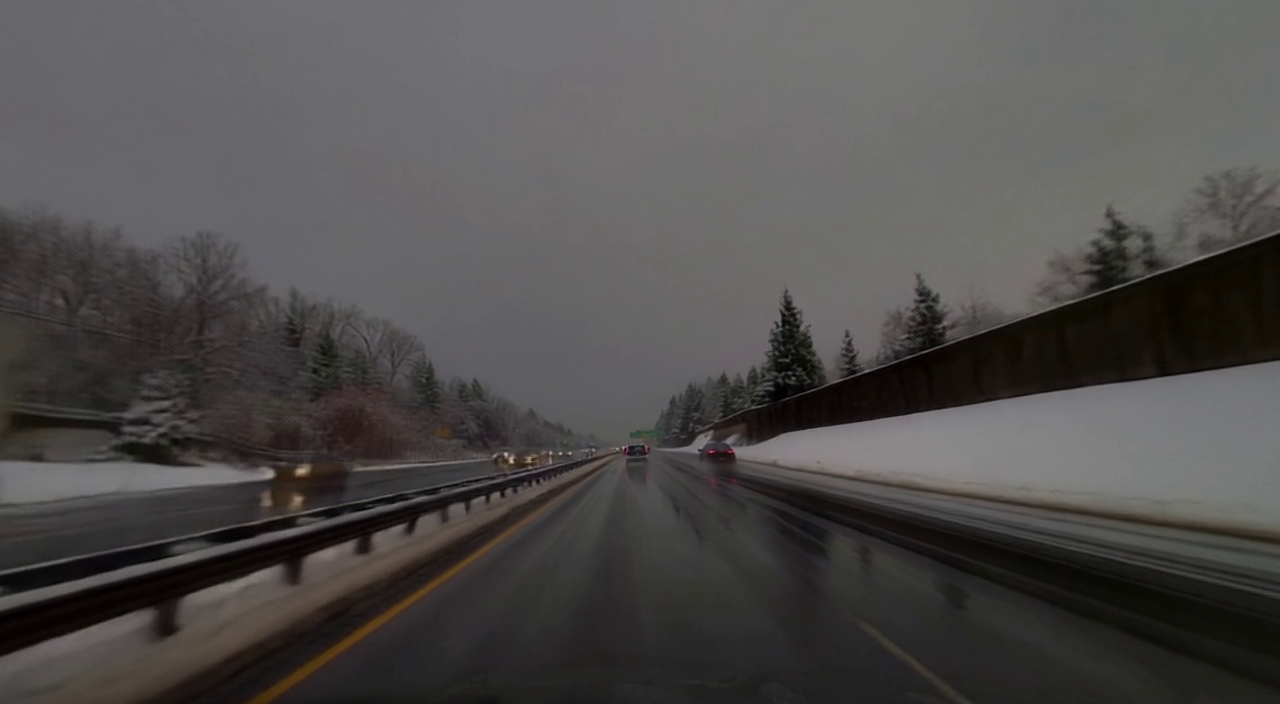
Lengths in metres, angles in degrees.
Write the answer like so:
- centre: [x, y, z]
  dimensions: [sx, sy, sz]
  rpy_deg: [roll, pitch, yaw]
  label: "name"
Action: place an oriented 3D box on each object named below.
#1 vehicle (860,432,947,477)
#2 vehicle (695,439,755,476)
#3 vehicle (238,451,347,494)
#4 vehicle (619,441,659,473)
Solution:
- centre: [10.310, 4.044, 24.866]
  dimensions: [1.797, 1.588, 3.848]
  rpy_deg: [-1, -9, 1]
  label: "vehicle"
- centre: [4.057, 5.119, 30.619]
  dimensions: [2.303, 1.614, 4.154]
  rpy_deg: [-1, -9, 0]
  label: "vehicle"
- centre: [-13.884, 4.807, 25.408]
  dimensions: [1.853, 1.494, 4.518]
  rpy_deg: [0, -9, -1]
  label: "vehicle"
- centre: [-0.079, 5.836, 35.079]
  dimensions: [2.095, 1.671, 4.219]
  rpy_deg: [0, -9, -1]
  label: "vehicle"
